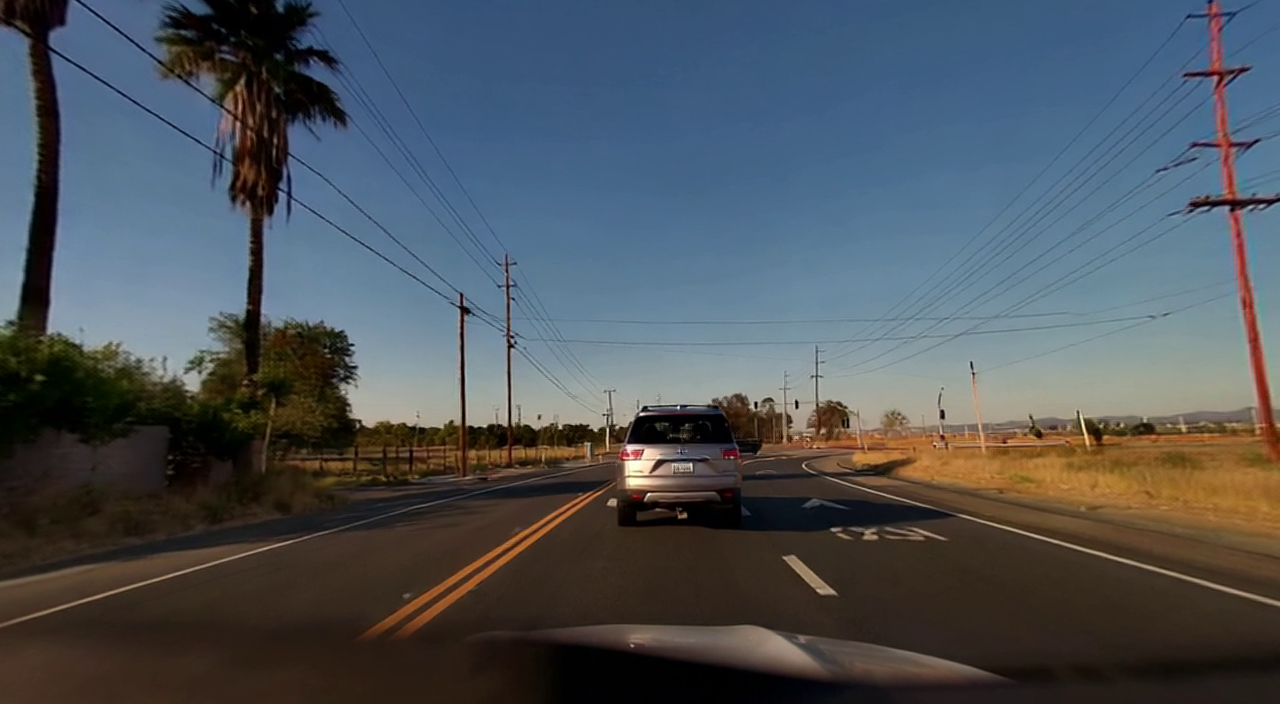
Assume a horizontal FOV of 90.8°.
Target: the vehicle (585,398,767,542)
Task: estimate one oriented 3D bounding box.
[{"bbox_3d":[0.469,1.875,10.576,2.364,1.859,4.538,0,-9,0],"label":"vehicle"}]
